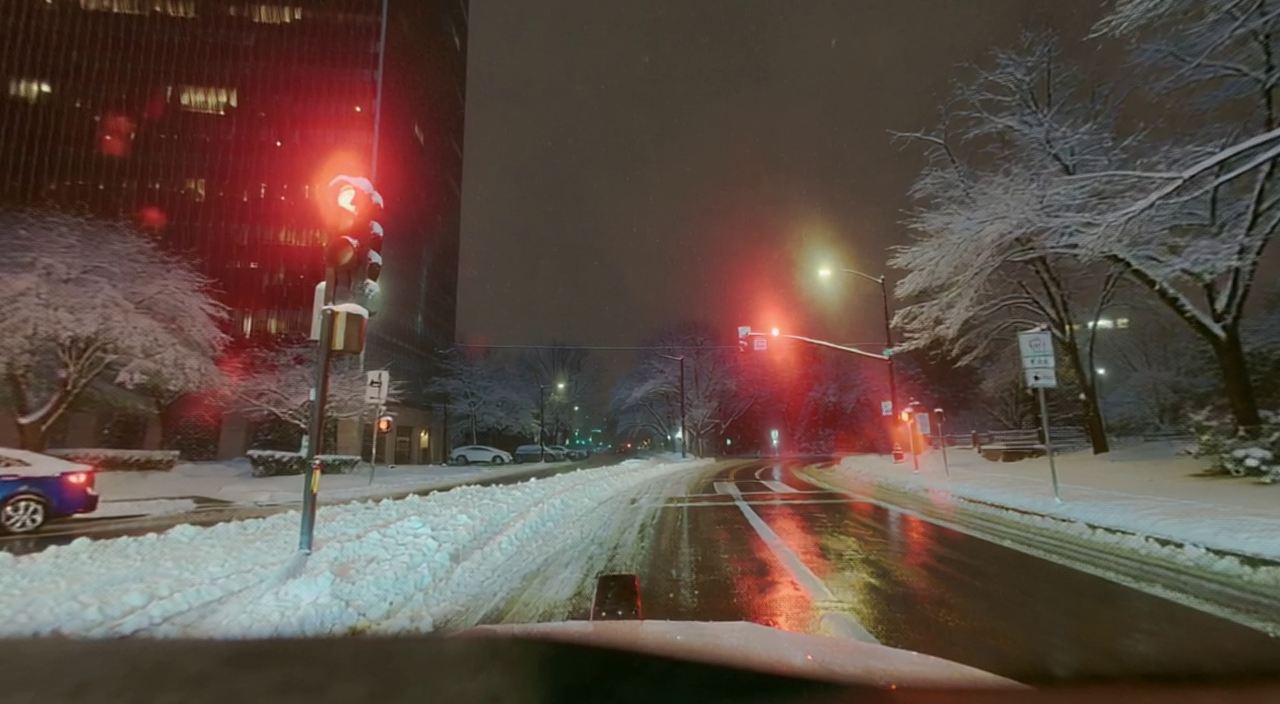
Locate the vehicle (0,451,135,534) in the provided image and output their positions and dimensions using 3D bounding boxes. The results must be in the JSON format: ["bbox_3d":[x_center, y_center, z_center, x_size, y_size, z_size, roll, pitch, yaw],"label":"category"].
[{"bbox_3d":[-12.859,2.711,12.268,4.598,1.490,1.816,7,-11,-40],"label":"vehicle"}]

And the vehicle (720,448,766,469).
[{"bbox_3d":[7.857,8.120,48.414,1.829,1.440,4.384,2,-9,-14],"label":"vehicle"}]
